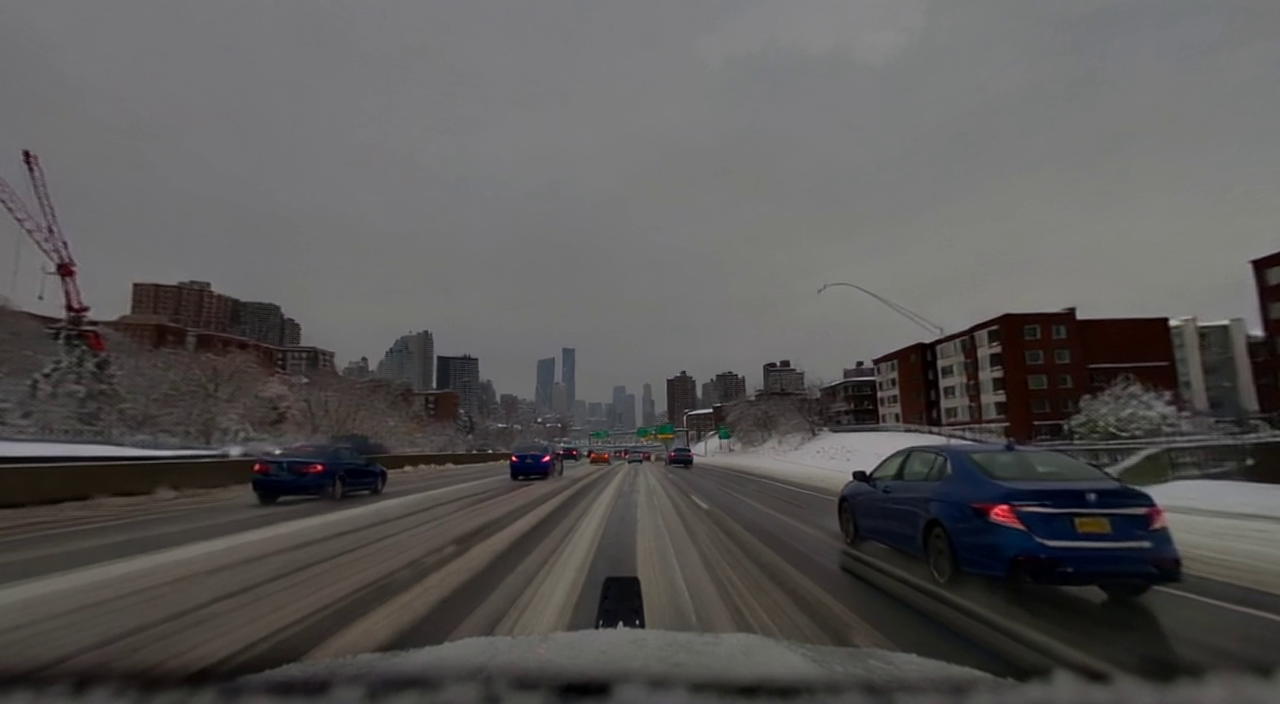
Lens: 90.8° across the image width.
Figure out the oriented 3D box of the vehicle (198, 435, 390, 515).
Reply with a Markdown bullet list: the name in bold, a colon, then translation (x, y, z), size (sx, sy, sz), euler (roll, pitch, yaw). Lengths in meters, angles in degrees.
- **vehicle**: translation (-7.595, 2.711, 14.461), size (1.951, 1.528, 4.209), euler (0, -8, 0)

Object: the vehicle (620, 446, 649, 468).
- **vehicle**: translation (-0.421, 7.628, 46.164), size (2.019, 1.472, 3.971), euler (1, -8, 0)

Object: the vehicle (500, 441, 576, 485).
- **vehicle**: translation (-3.834, 4.237, 24.611), size (2.136, 1.512, 4.488), euler (0, -8, 1)

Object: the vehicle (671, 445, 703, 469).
- **vehicle**: translation (3.384, 7.635, 46.107), size (1.978, 1.602, 4.092), euler (1, -8, -1)

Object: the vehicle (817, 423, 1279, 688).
- **vehicle**: translation (3.336, 1.493, 5.905), size (1.995, 1.486, 4.463), euler (1, -8, -1)
